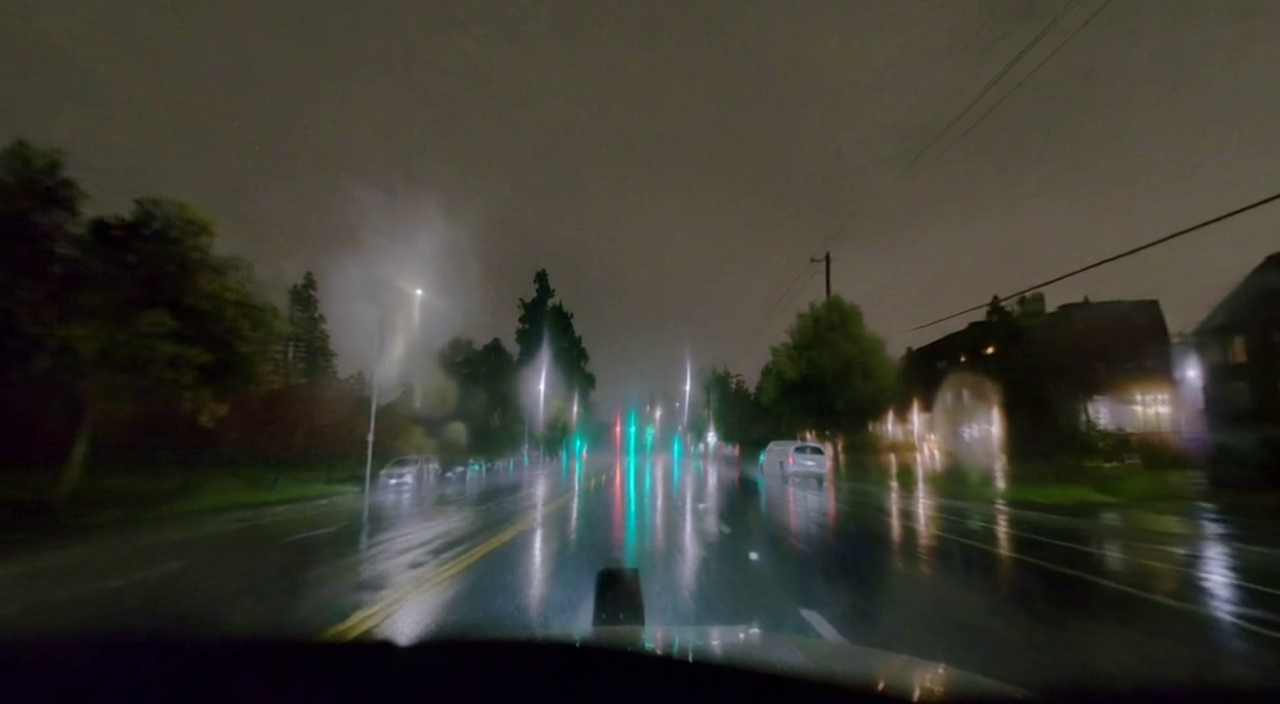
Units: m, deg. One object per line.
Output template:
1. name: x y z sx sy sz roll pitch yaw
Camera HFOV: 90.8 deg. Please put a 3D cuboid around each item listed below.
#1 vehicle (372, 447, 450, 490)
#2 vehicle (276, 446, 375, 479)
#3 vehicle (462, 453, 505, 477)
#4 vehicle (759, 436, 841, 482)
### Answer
1. vehicle: -10.703 5.438 29.839 1.996 1.781 4.139 -3 -9 2
2. vehicle: -18.447 6.503 37.244 4.699 1.853 2.095 0 -9 2
3. vehicle: -10.692 7.721 43.335 1.838 1.450 4.317 0 -8 0
4. vehicle: 7.443 5.035 30.156 2.224 1.956 6.057 0 -8 -1
